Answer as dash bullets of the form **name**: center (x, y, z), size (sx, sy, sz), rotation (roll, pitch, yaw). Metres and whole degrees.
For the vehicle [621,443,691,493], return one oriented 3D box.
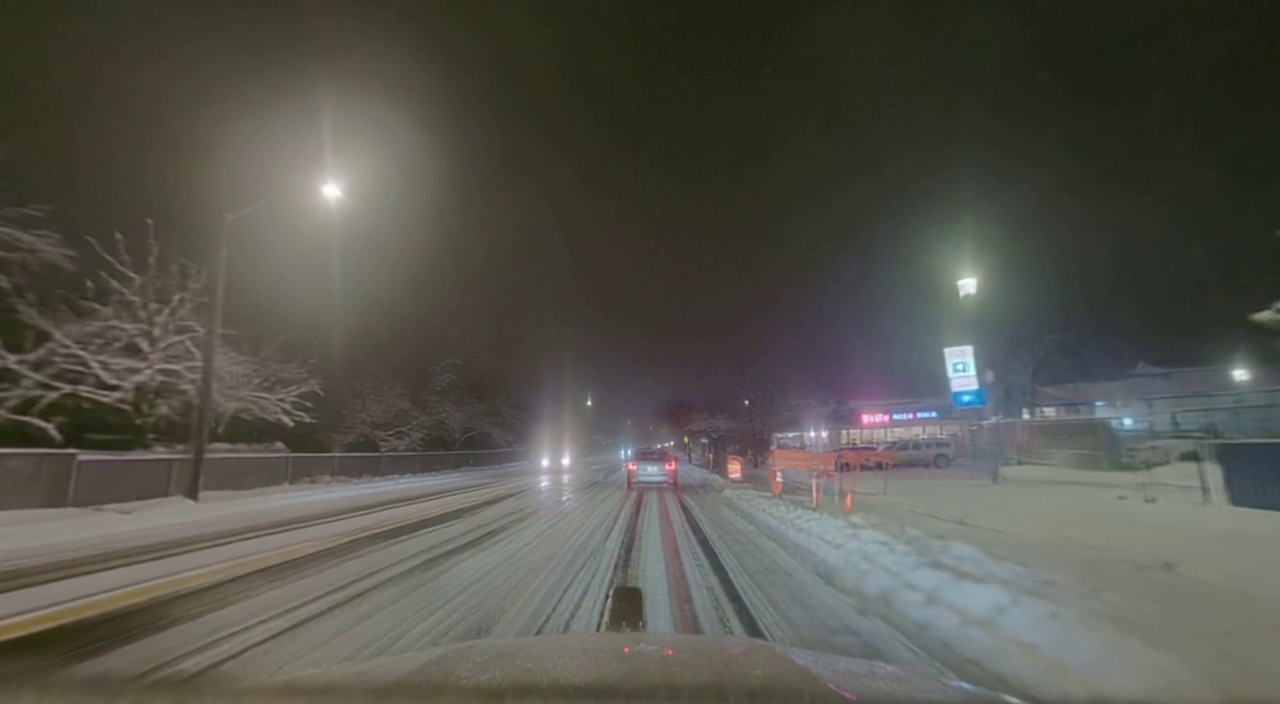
- **vehicle**: center (0.494, 3.887, 21.361), size (2.144, 1.514, 4.063), rotation (0, -9, 0)

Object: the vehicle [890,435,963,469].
- **vehicle**: center (16.473, 5.782, 36.361), size (2.101, 1.825, 4.700), rotation (-1, -9, 2)

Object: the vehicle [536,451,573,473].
- **vehicle**: center (-6.318, 8.173, 46.810), size (2.034, 1.499, 4.236), rotation (-1, -9, 2)

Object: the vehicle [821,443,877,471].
- **vehicle**: center (12.206, 6.154, 36.929), size (1.970, 1.501, 4.514), rotation (-1, -9, 3)

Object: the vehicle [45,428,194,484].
- **vehicle**: center (-31.569, 6.311, 38.555), size (2.945, 3.103, 6.716), rotation (0, -8, 5)

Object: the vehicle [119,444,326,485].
- **vehicle**: center (-27.441, 7.551, 43.108), size (2.951, 2.274, 15.187), rotation (-1, -9, 5)
